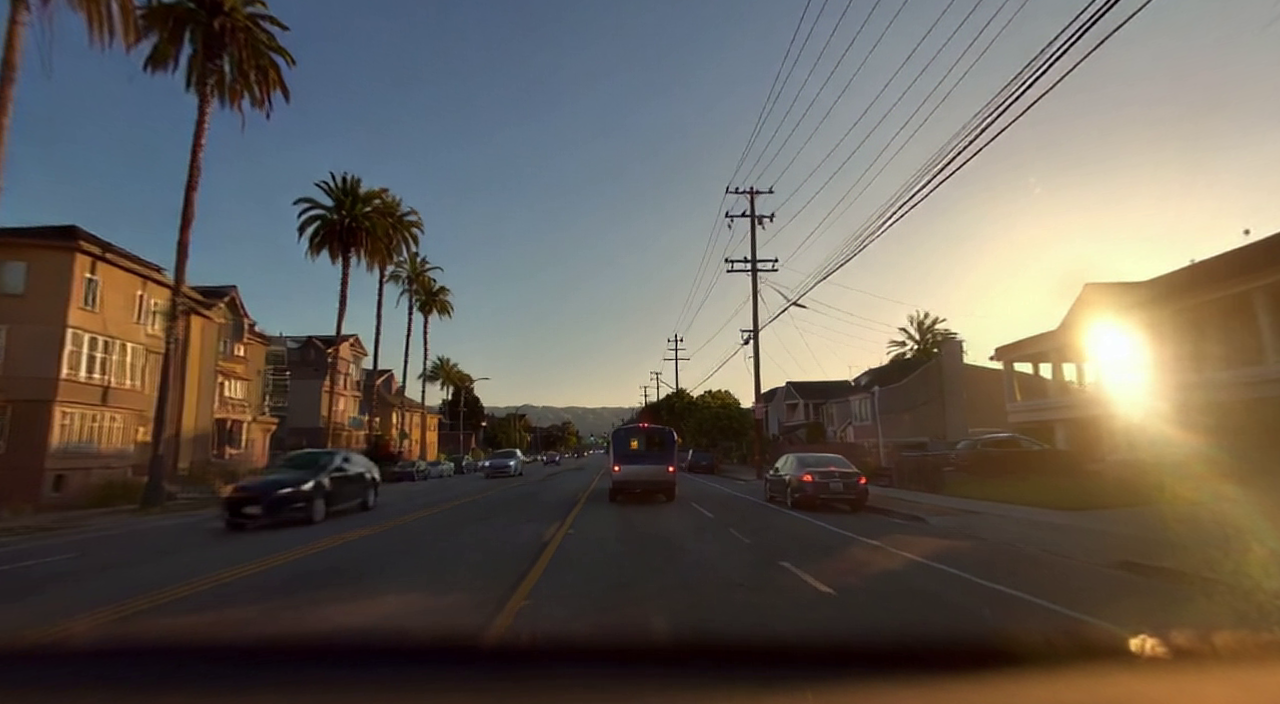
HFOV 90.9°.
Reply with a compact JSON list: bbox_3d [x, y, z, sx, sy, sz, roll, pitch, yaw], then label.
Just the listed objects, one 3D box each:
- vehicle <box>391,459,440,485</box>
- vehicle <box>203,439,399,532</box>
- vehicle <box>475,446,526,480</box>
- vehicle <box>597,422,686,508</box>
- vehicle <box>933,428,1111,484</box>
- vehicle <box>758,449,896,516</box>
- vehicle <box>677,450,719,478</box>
[{"bbox_3d":[-13.981,7.439,39.384,1.841,1.356,3.938,-3,-8,-4],"label":"vehicle"},{"bbox_3d":[-6.967,2.751,13.597,1.965,1.653,4.251,0,-9,-3],"label":"vehicle"},{"bbox_3d":[-7.697,6.152,35.192,1.993,1.737,4.353,0,-9,-2],"label":"vehicle"},{"bbox_3d":[-0.102,3.077,17.593,2.168,2.040,4.527,0,-9,-3],"label":"vehicle"},{"bbox_3d":[13.381,3.638,22.345,4.749,1.699,2.311,-2,-7,-1],"label":"vehicle"},{"bbox_3d":[4.574,3.225,16.200,2.022,1.456,4.246,0,-9,-3],"label":"vehicle"},{"bbox_3d":[3.441,6.755,38.313,1.946,1.530,4.240,0,-9,-3],"label":"vehicle"}]
